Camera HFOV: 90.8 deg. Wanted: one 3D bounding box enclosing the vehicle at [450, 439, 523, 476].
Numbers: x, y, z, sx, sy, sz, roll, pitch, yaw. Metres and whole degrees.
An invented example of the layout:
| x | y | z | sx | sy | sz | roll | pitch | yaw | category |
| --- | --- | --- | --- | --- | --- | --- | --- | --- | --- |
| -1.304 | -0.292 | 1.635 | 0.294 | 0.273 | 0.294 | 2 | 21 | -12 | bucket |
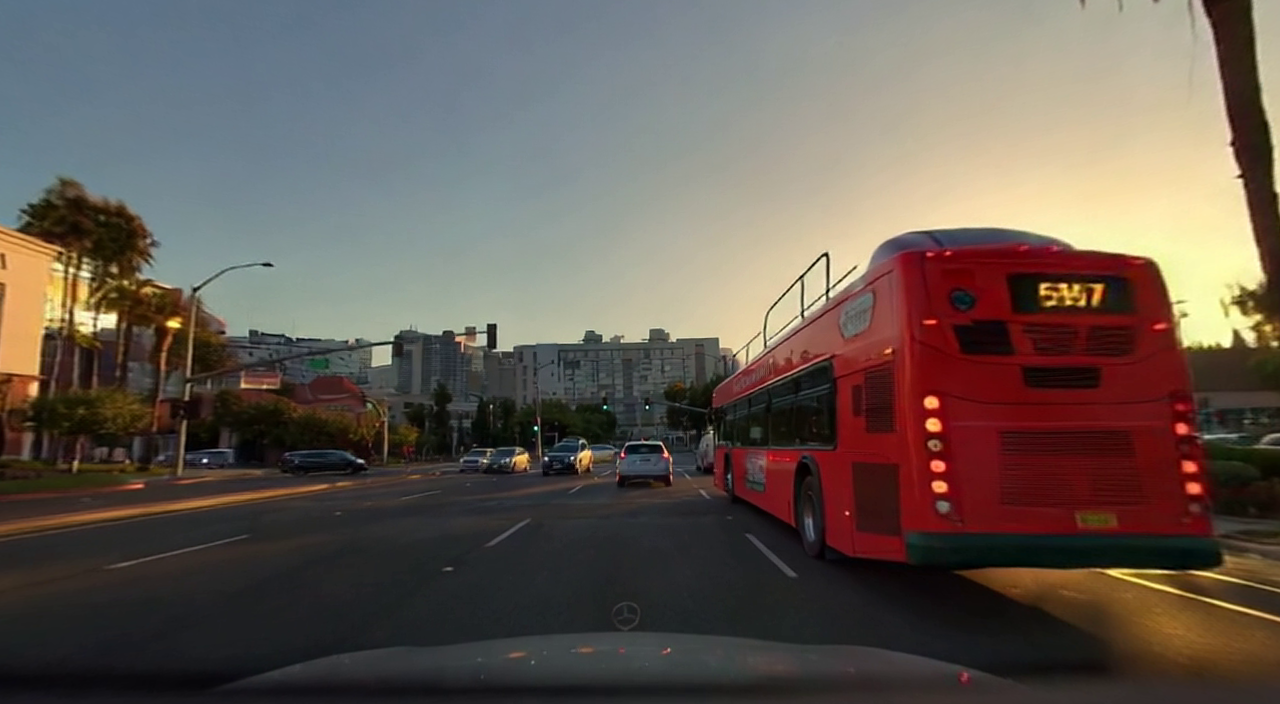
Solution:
| x | y | z | sx | sy | sz | roll | pitch | yaw | category |
| --- | --- | --- | --- | --- | --- | --- | --- | --- | --- |
| -6.794 | 4.718 | 28.532 | 1.927 | 1.480 | 4.832 | 0 | -9 | 2 | vehicle |

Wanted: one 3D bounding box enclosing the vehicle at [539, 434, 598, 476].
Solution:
| x | y | z | sx | sy | sz | roll | pitch | yaw | category |
| --- | --- | --- | --- | --- | --- | --- | --- | --- | --- |
| -3.142 | 4.626 | 28.634 | 2.020 | 1.721 | 4.366 | 0 | -9 | 2 | vehicle |

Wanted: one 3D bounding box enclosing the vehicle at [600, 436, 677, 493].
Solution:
| x | y | z | sx | sy | sz | roll | pitch | yaw | category |
| --- | --- | --- | --- | --- | --- | --- | --- | --- | --- |
| -0.018 | 3.283 | 18.740 | 2.060 | 1.499 | 3.831 | 0 | -9 | 1 | vehicle |

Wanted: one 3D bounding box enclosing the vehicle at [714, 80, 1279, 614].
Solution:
| x | y | z | sx | sy | sz | roll | pitch | yaw | category |
| --- | --- | --- | --- | --- | --- | --- | --- | --- | --- |
| 3.577 | 0.855 | 11.429 | 2.970 | 4.015 | 13.606 | 0 | -9 | 1 | vehicle |
